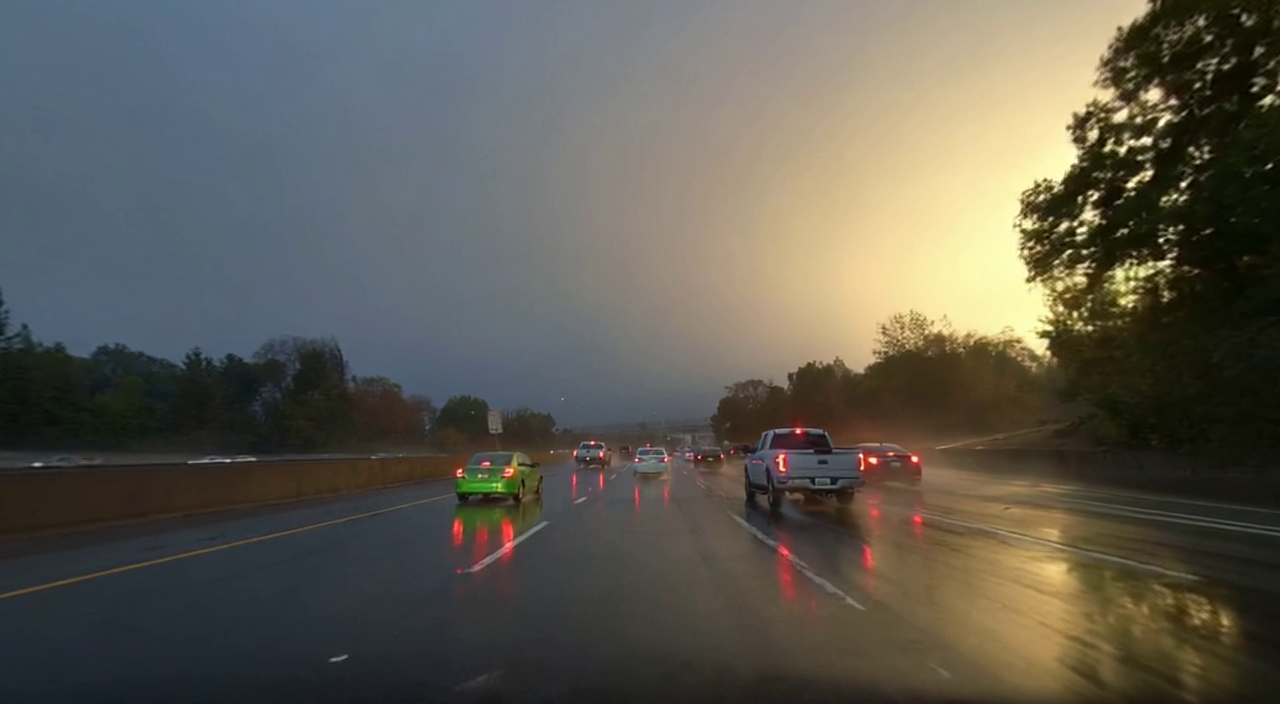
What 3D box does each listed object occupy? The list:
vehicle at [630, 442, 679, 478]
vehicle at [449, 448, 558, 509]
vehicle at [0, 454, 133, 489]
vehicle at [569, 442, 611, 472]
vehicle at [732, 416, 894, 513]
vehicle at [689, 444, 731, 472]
[{"bbox_3d":[0.661,5.145,30.093,2.147,1.572,4.094,0,-9,1],"label":"vehicle"},{"bbox_3d":[-3.552,3.356,17.246,1.947,1.424,4.264,0,-9,1],"label":"vehicle"},{"bbox_3d":[-33.971,7.071,37.601,2.129,1.812,6.123,0,-9,1],"label":"vehicle"},{"bbox_3d":[-3.072,6.646,40.049,2.176,1.783,4.799,0,-9,1],"label":"vehicle"},{"bbox_3d":[3.888,2.682,15.464,2.340,1.925,5.529,0,-9,-1],"label":"vehicle"},{"bbox_3d":[4.345,6.654,39.792,2.145,1.636,4.437,0,-9,0],"label":"vehicle"}]
